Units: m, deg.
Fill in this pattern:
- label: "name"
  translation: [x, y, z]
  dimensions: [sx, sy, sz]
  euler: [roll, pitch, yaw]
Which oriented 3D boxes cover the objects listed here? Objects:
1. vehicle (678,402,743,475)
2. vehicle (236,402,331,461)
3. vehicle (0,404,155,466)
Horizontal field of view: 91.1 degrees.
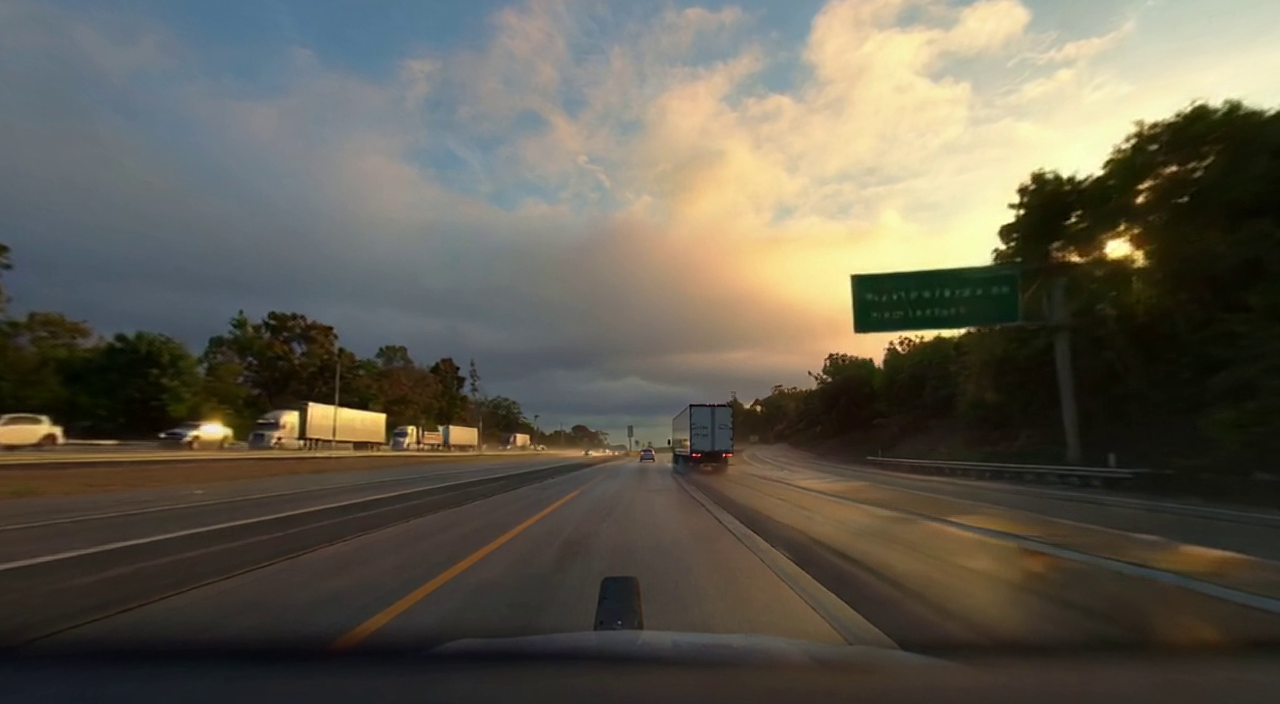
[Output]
- label: "vehicle"
  translation: [4.433, 5.946, 42.706]
  dimensions: [3.185, 4.154, 12.638]
  euler: [-1, -9, 1]
- label: "vehicle"
  translation: [-26.078, 5.945, 46.397]
  dimensions: [3.155, 4.020, 6.162]
  euler: [-1, -9, 1]
- label: "vehicle"
  translation: [-42.346, 5.704, 42.973]
  dimensions: [14.024, 4.015, 3.011]
  euler: [8, -12, -42]
